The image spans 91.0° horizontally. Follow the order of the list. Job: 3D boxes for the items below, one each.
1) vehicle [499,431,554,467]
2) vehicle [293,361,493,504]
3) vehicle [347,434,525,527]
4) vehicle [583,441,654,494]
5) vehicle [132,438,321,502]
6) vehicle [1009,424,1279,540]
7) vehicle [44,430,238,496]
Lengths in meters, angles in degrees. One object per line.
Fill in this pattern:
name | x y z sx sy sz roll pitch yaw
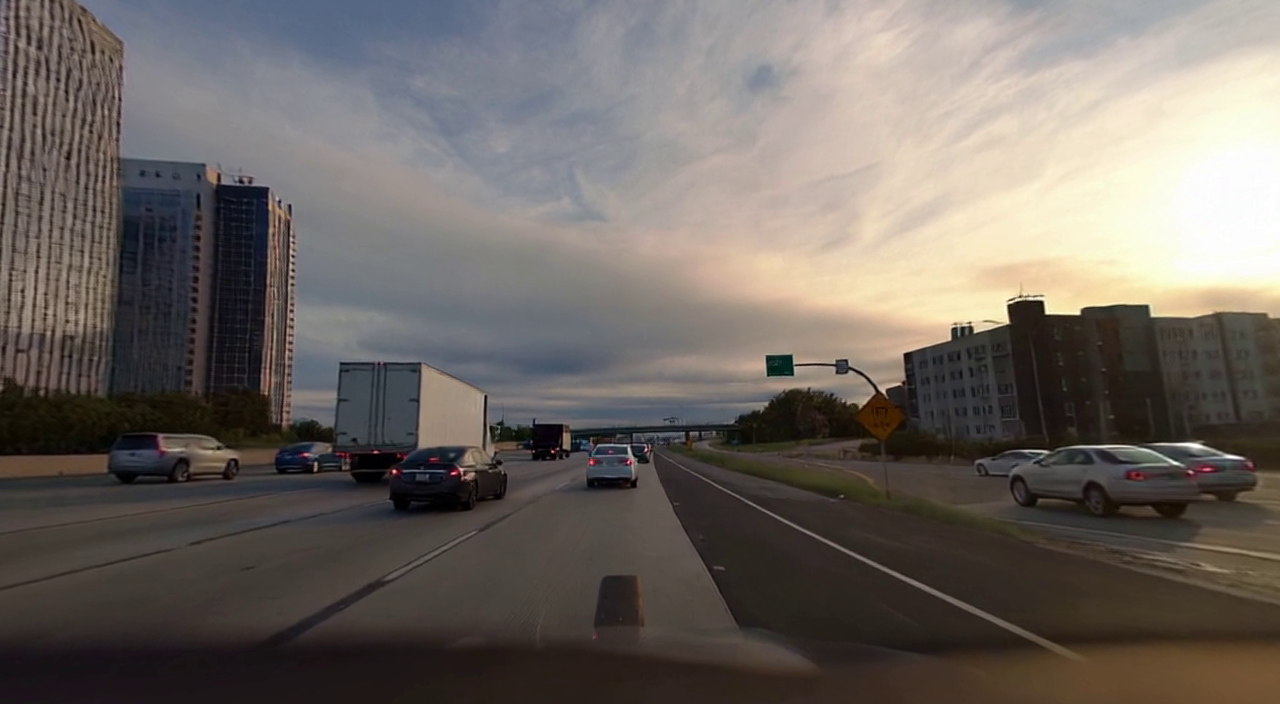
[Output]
vehicle | -6.961 6.041 39.253 2.339 2.059 5.359 0 -9 1
vehicle | -6.768 2.510 19.054 2.955 3.359 8.322 1 -9 -3
vehicle | -3.766 2.447 12.572 2.016 1.497 4.235 0 -9 1
vehicle | -0.607 3.545 19.692 1.991 1.488 3.922 0 -9 0
vehicle | -11.114 3.176 17.470 1.987 1.495 4.710 0 -9 1
vehicle | 11.460 2.686 13.854 2.415 1.972 5.572 2 -9 -14
vehicle | -14.653 3.280 18.957 1.990 1.722 4.641 0 -9 0
